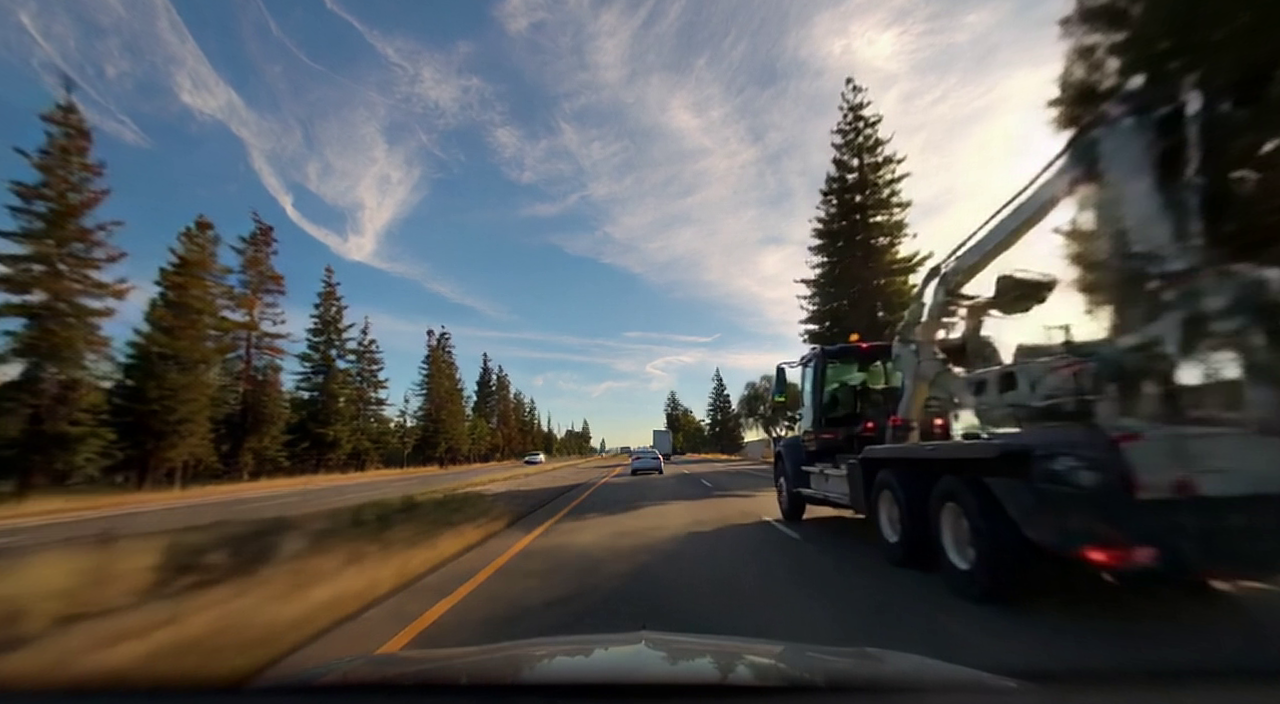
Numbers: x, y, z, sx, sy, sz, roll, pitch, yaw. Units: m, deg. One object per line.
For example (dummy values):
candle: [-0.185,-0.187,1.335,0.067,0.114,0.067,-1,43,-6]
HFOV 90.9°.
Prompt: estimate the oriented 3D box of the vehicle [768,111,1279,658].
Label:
vehicle: [4.095,0.710,8.107,3.089,3.568,8.101,0,-9,0]

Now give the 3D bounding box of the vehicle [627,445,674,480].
vehicle: [0.468,5.203,29.890,2.045,1.527,4.023,0,-9,0]
